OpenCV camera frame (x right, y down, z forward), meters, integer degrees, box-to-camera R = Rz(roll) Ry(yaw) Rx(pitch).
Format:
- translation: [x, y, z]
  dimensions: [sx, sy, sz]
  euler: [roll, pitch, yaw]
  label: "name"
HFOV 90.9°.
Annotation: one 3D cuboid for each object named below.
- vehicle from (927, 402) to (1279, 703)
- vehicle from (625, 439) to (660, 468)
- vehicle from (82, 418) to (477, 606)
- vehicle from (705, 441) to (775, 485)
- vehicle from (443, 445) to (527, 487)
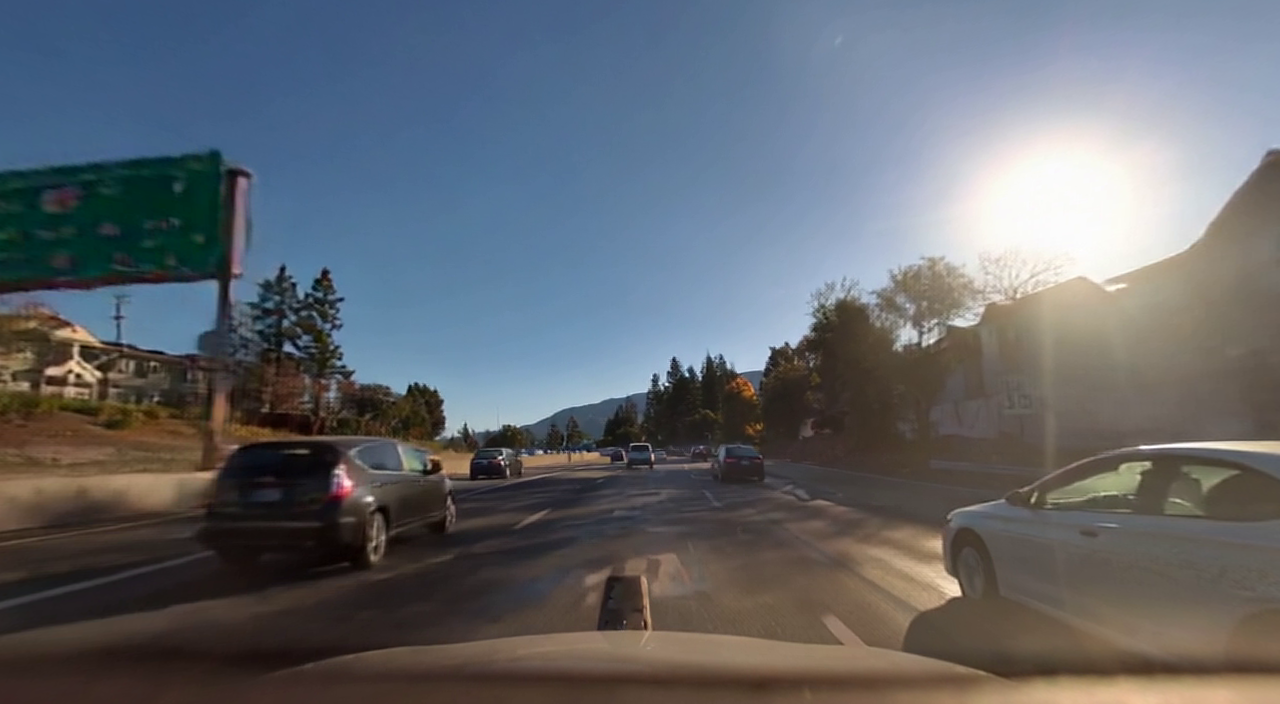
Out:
- translation: [3.724, 1.145, 3.877]
  dimensions: [1.912, 1.509, 4.291]
  euler: [0, -8, 0]
  label: "vehicle"
- translation: [0.140, 6.651, 41.404]
  dimensions: [2.183, 1.764, 4.134]
  euler: [0, -8, 0]
  label: "vehicle"
- translation: [-3.603, 1.666, 7.518]
  dimensions: [2.136, 1.571, 4.285]
  euler: [0, -8, 0]
  label: "vehicle"
- translation: [3.564, 4.003, 23.134]
  dimensions: [1.854, 1.438, 3.954]
  euler: [0, -8, -1]
  label: "vehicle"
- translation: [-6.057, 4.471, 25.200]
  dimensions: [2.050, 1.507, 4.375]
  euler: [-1, -8, 3]
  label: "vehicle"
